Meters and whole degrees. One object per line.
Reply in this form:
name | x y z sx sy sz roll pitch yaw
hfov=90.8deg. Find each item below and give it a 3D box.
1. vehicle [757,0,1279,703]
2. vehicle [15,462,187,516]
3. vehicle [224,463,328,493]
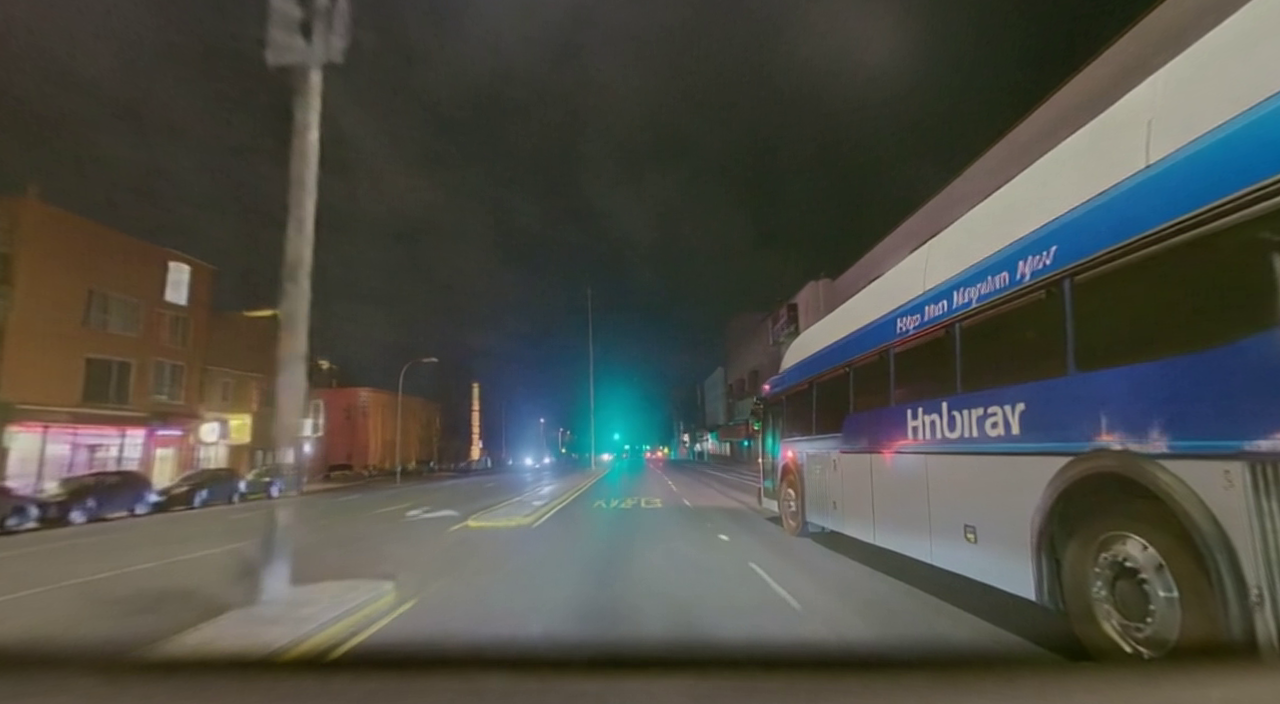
vehicle | 4.043 0.579 5.918 3.194 3.345 12.428 0 -8 -2
vehicle | -19.285 4.883 22.784 4.325 1.777 1.948 0 -9 -1
vehicle | -19.549 6.760 34.057 4.409 1.508 1.803 0 -9 -3
